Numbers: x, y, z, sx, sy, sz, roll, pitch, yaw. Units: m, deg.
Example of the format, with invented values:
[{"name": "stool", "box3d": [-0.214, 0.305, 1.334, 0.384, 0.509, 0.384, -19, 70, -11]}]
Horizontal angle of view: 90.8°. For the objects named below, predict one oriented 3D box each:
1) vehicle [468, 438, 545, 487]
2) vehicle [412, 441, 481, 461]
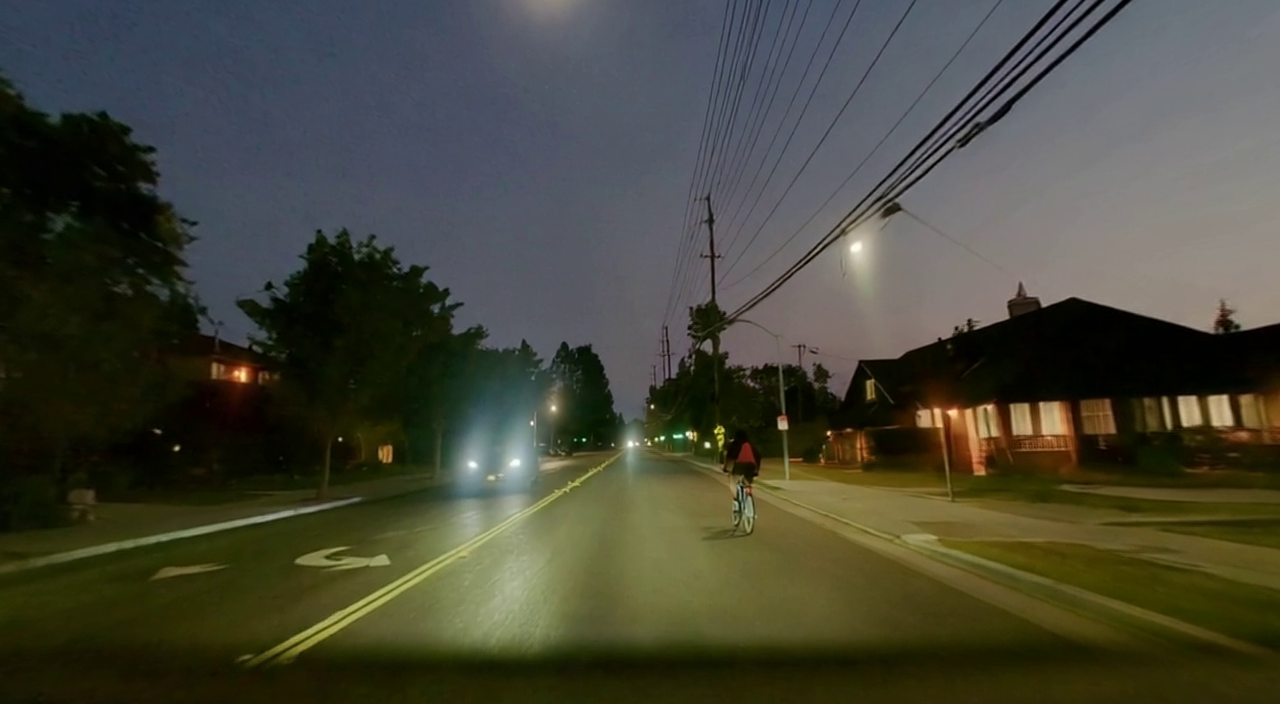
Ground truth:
[{"name": "vehicle", "box3d": [-5.212, 4.383, 25.373, 2.073, 1.761, 4.589, 0, -8, 0]}, {"name": "vehicle", "box3d": [-15.142, 7.749, 49.654, 4.805, 1.508, 1.954, 0, -9, -1]}]
